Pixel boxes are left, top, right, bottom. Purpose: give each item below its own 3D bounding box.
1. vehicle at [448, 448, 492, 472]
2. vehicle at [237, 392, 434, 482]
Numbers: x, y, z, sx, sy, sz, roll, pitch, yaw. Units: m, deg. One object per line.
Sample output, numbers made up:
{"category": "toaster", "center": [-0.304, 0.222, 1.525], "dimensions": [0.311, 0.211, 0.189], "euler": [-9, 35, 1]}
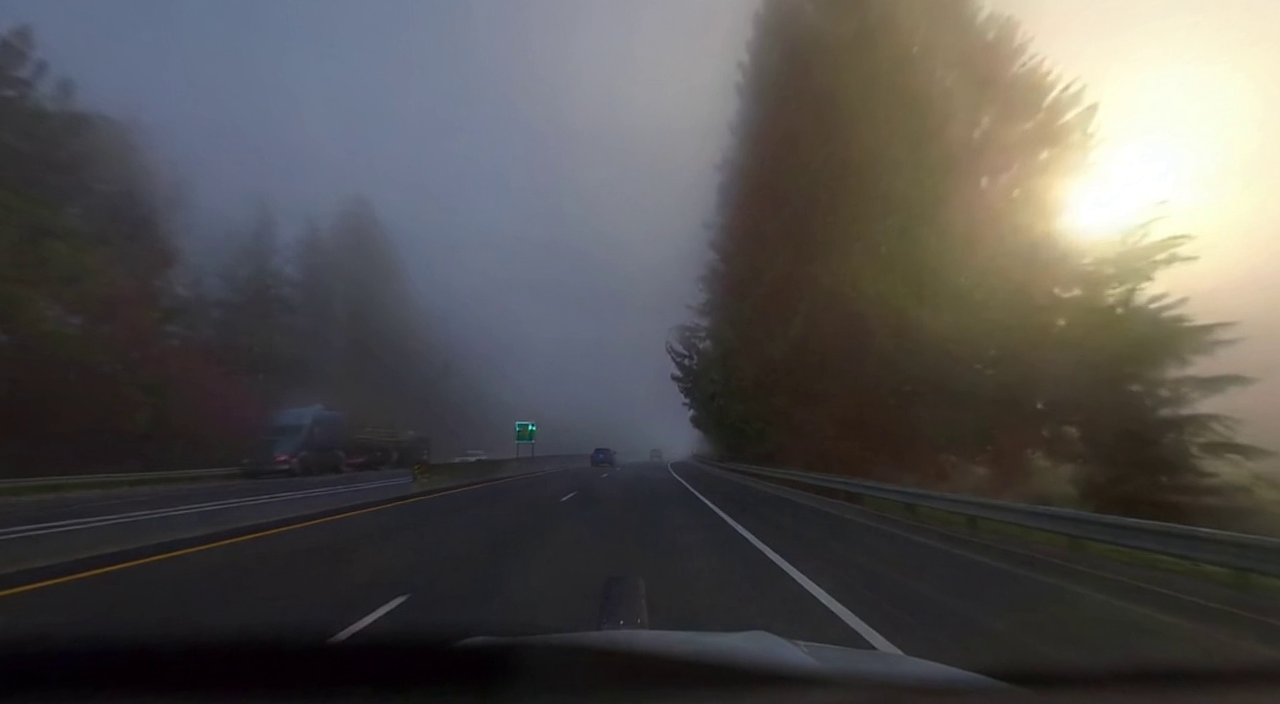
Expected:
{"category": "vehicle", "center": [-12.175, 7.749, 45.506], "dimensions": [1.955, 1.579, 4.392], "euler": [0, -9, 0]}
{"category": "vehicle", "center": [-16.481, 5.108, 36.943], "dimensions": [2.833, 4.040, 16.950], "euler": [0, -9, 1]}
